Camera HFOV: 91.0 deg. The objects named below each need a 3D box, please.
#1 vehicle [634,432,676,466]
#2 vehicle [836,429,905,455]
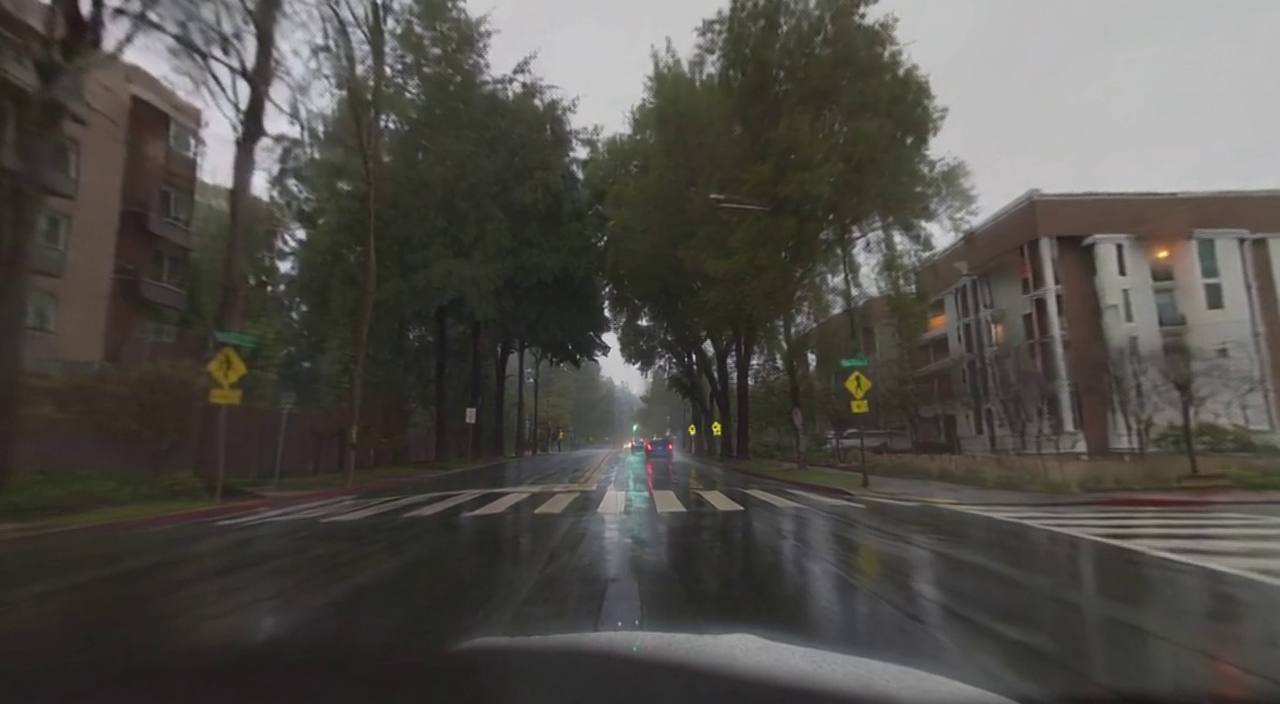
[{"bbox_3d":[0.742,5.120,33.391,1.981,1.703,3.691,0,-8,-2],"label":"vehicle"},{"bbox_3d":[17.159,6.752,47.000,4.237,1.819,2.245,-1,-9,0],"label":"vehicle"}]
